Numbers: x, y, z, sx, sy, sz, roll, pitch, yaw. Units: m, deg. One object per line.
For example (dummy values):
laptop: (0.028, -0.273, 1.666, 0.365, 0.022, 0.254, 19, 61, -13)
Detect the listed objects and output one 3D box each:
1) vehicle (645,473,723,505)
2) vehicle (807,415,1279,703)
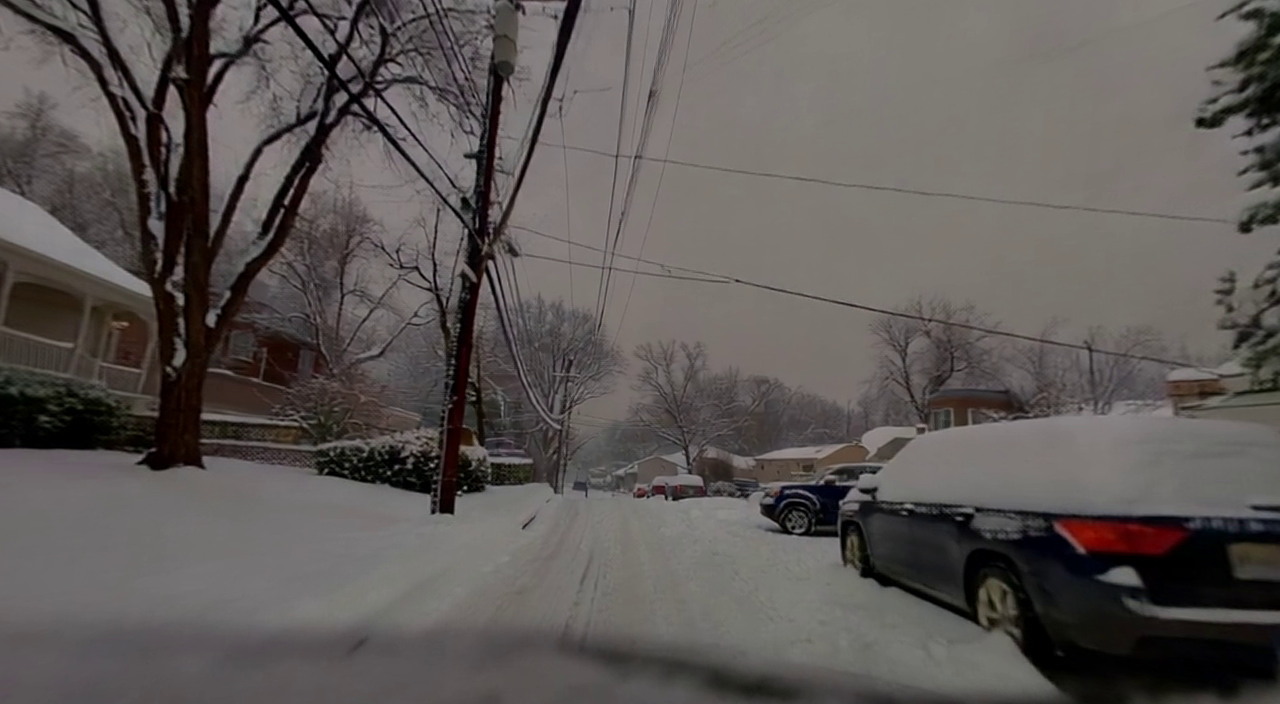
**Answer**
vehicle: (2.661, 8.370, 38.678, 4.413, 1.728, 1.869, 1, -9, -9)
vehicle: (3.241, 1.418, 5.091, 2.133, 1.566, 4.737, 1, -9, -5)
